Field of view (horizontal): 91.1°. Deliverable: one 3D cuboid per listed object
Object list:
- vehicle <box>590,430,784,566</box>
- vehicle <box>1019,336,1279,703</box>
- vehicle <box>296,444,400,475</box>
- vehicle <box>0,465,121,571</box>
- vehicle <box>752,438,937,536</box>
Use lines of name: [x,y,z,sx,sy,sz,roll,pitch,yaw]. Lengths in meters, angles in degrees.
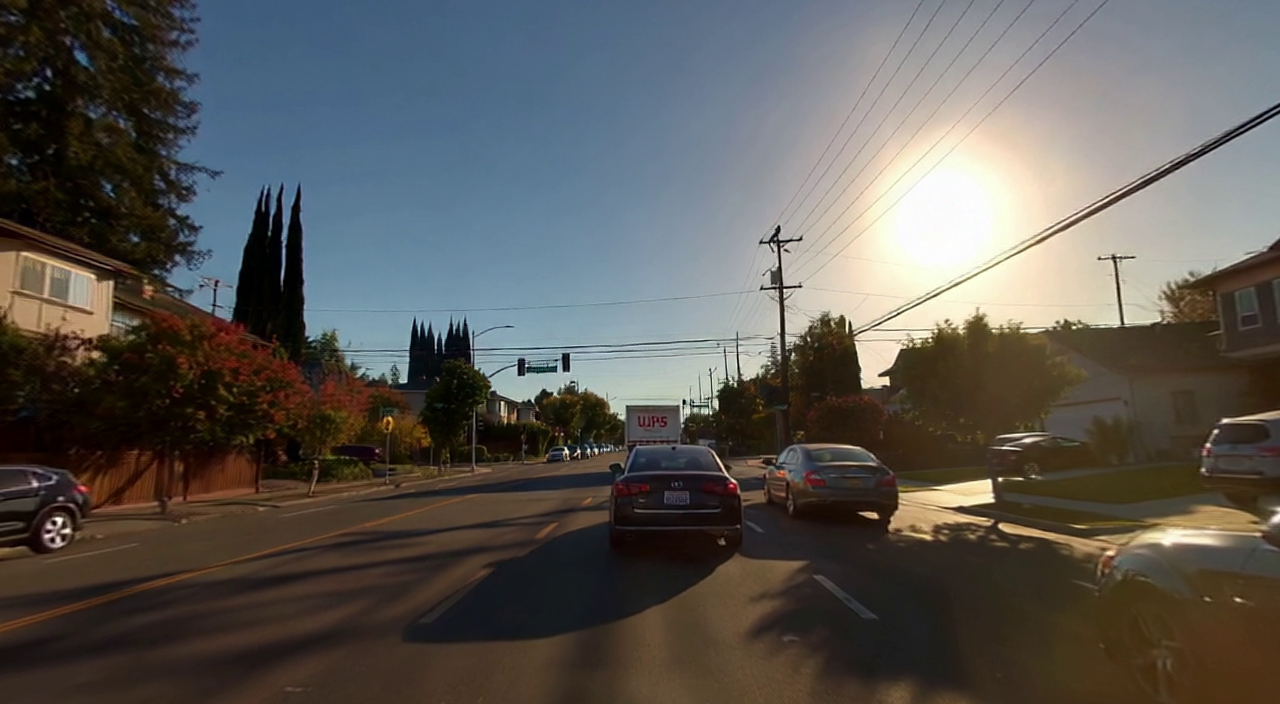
vehicle: [0.524,1.965,9.273,2.158,1.499,4.377,0,-8,0]
vehicle: [3.315,0.675,1.336,2.069,1.722,4.888,0,-8,2]
vehicle: [-17.469,6.435,37.676,5.274,1.793,1.921,0,-8,2]
vehicle: [-10.344,2.415,8.858,1.925,1.482,4.753,0,-8,1]
vehicle: [3.546,2.411,11.928,1.993,1.479,4.487,0,-8,0]
